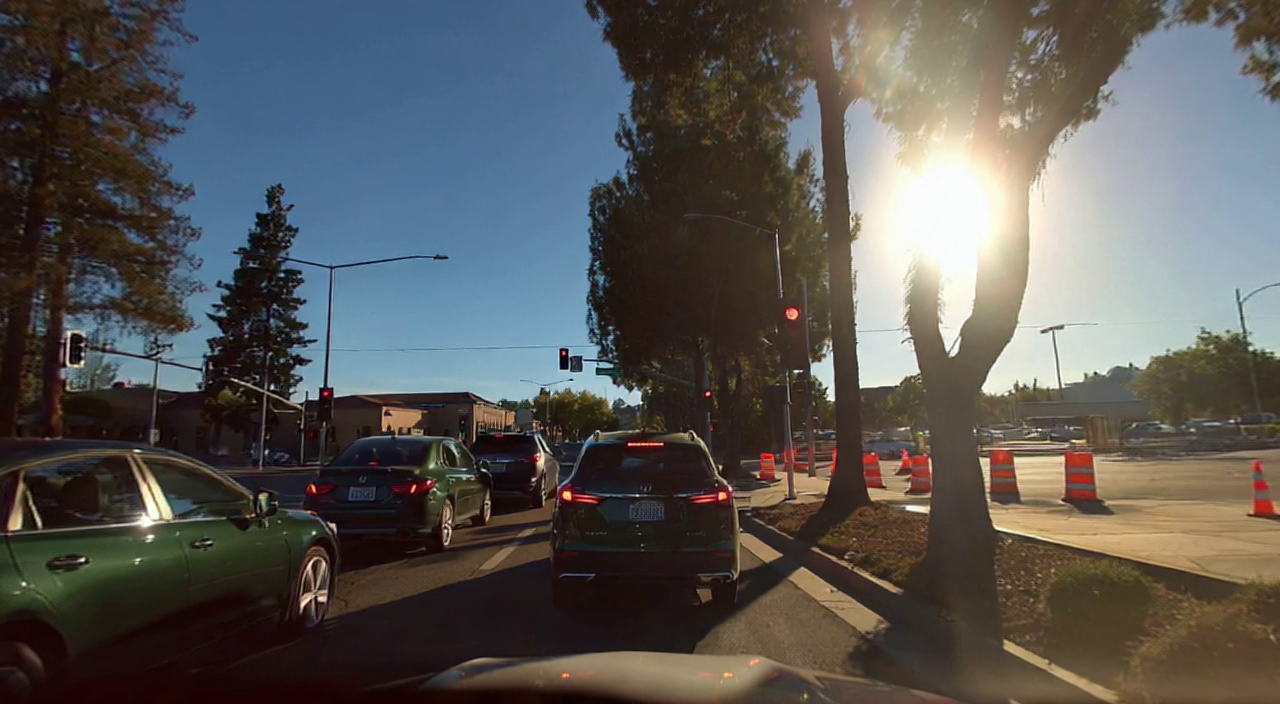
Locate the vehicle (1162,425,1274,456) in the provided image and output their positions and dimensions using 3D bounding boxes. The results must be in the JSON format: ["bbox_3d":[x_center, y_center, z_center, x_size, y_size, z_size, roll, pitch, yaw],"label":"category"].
[{"bbox_3d":[37.408,5.762,40.857,5.082,1.907,2.115,0,-9,1],"label":"vehicle"}]

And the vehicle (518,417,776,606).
[{"bbox_3d":[0.102,1.623,7.213,2.167,1.560,3.676,0,-9,1],"label":"vehicle"}]

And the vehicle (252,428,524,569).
[{"bbox_3d":[-3.277,1.996,9.452,1.989,1.541,4.626,0,-9,2],"label":"vehicle"}]

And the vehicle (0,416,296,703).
[{"bbox_3d":[-3.587,0.947,2.152,2.064,1.497,4.722,0,-9,1],"label":"vehicle"}]

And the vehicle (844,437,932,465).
[{"bbox_3d":[15.986,6.400,40.715,4.827,1.729,1.986,0,-9,1],"label":"vehicle"}]
